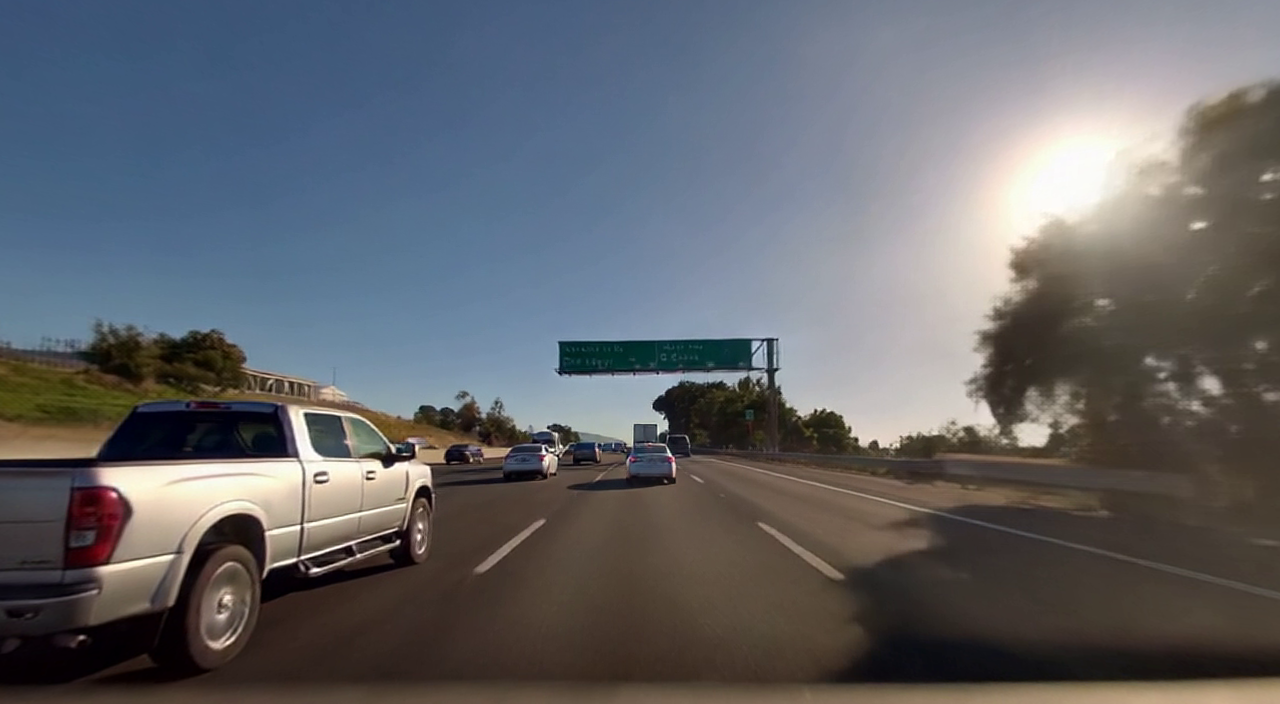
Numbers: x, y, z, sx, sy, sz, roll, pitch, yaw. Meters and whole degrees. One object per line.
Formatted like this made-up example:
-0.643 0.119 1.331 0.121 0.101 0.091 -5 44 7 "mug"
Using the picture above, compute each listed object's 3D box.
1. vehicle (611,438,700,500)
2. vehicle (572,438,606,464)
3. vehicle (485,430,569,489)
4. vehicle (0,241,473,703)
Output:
0.366 3.030 16.740 2.054 1.421 4.090 0 -8 0 "vehicle"
-3.330 6.557 41.909 1.897 1.646 4.049 0 -8 1 "vehicle"
-3.546 3.457 20.634 1.903 1.721 4.210 0 -8 1 "vehicle"
-3.371 1.044 5.146 2.269 2.060 5.933 0 -8 1 "vehicle"
